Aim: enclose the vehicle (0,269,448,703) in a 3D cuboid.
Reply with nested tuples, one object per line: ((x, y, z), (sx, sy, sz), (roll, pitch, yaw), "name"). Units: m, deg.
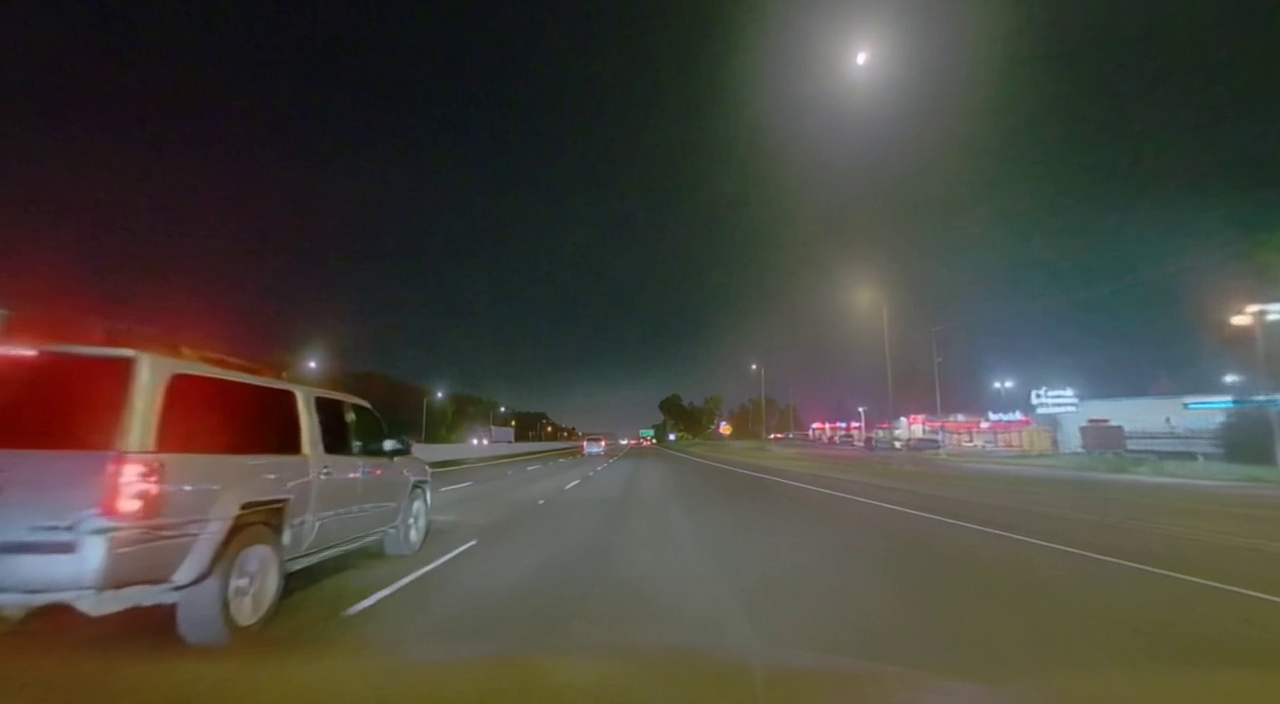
((-3.945, 1.094, 5.935), (2.352, 2.209, 5.802), (0, -8, 1), "vehicle")
